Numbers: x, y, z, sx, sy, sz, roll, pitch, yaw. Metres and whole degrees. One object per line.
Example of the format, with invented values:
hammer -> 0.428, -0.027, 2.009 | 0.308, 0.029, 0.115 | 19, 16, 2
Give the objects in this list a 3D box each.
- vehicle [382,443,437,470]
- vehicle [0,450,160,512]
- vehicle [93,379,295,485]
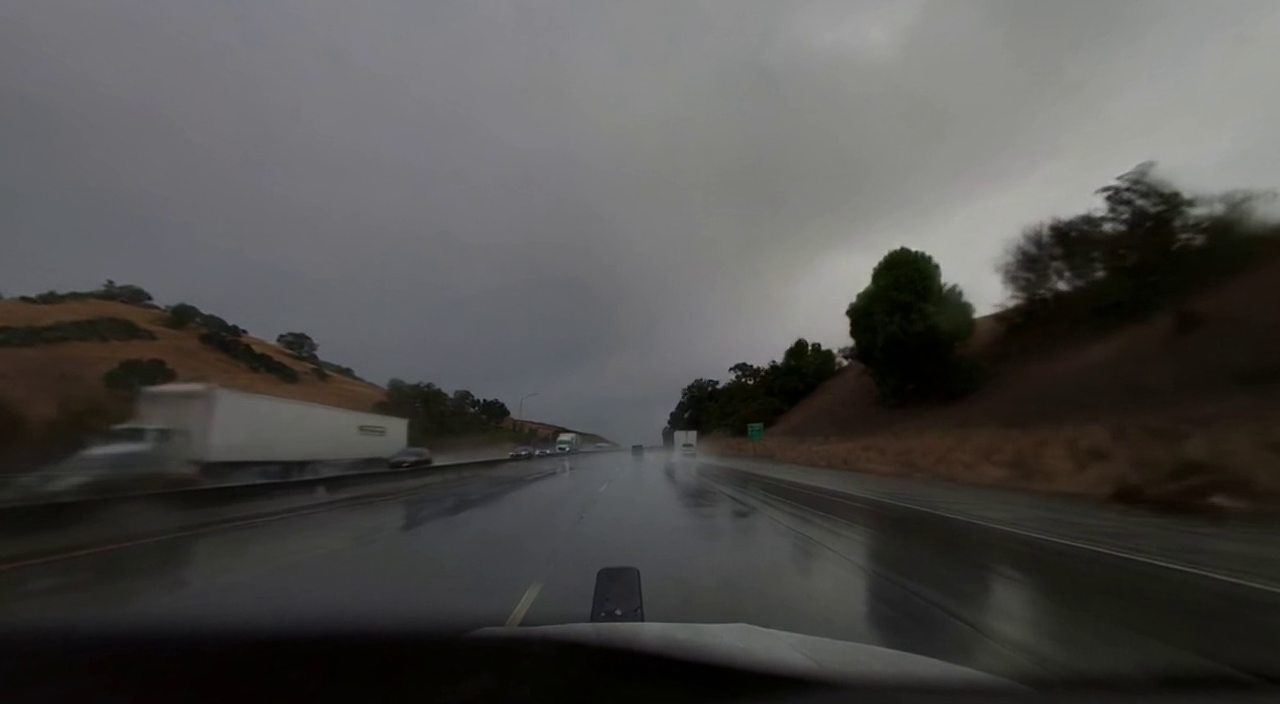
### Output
vehicle -> -15.968, 7.250, 43.912 | 2.030, 1.710, 4.502 | 0, -8, 2
vehicle -> -16.306, 3.508, 17.706 | 1.888, 1.462, 4.599 | 0, -8, 1
vehicle -> -20.588, 3.898, 30.104 | 3.028, 4.329, 8.712 | 0, -8, 1
